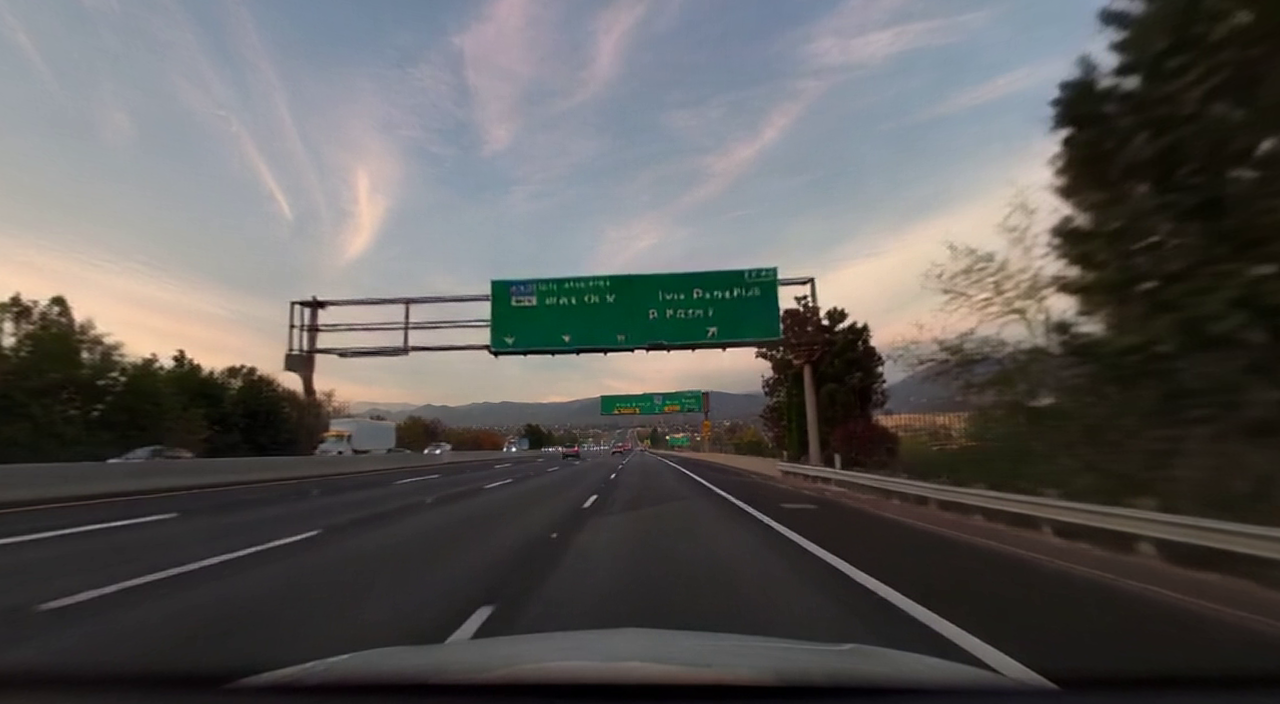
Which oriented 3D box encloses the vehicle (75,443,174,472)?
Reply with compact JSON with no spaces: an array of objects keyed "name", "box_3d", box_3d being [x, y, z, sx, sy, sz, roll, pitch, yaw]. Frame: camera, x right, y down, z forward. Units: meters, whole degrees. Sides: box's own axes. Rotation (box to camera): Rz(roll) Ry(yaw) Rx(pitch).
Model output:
[{"name":"vehicle","box_3d":[-30.606,6.259,37.617,1.900,1.553,4.687,1,-9,0]}]
